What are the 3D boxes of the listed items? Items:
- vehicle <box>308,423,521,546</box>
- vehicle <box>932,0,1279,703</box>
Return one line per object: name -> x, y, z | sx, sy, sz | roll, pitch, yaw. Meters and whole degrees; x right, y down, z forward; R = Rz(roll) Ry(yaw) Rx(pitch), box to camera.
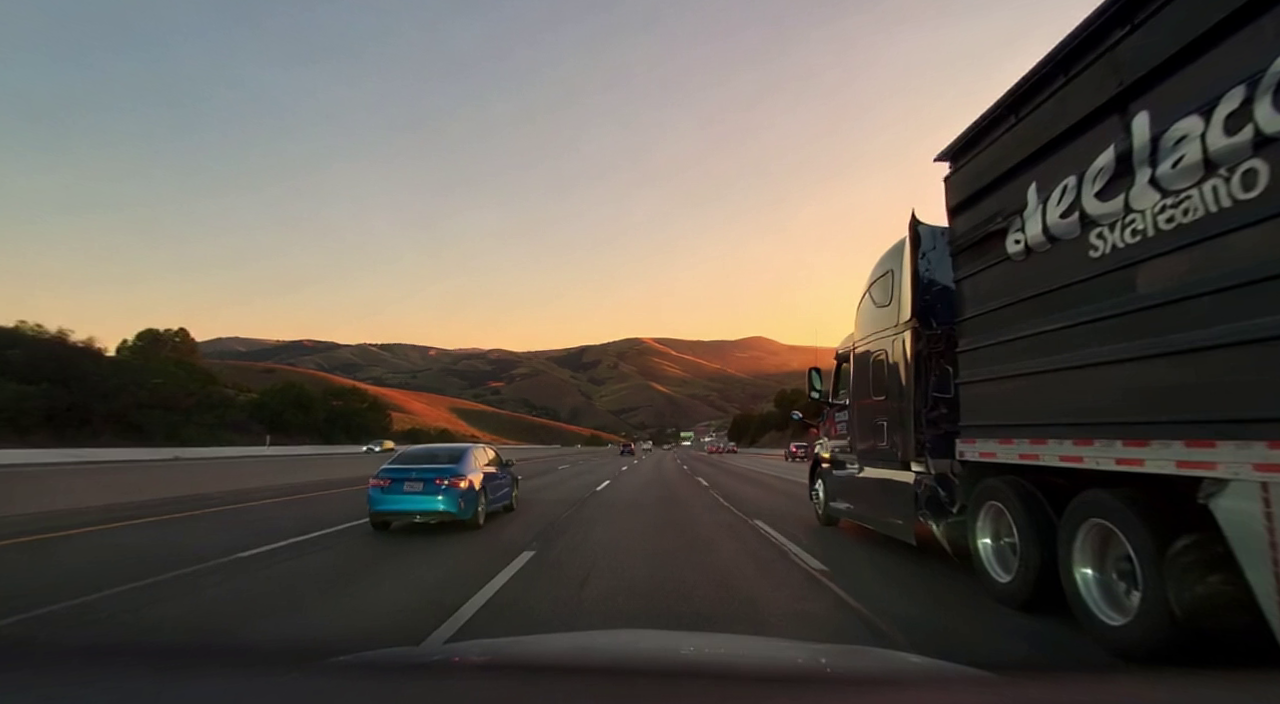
vehicle -> -3.391, 2.066, 10.395 | 1.967, 1.615, 3.886 | 0, -8, 2
vehicle -> 3.990, -0.276, 1.067 | 2.760, 3.903, 9.022 | 0, -8, 1
